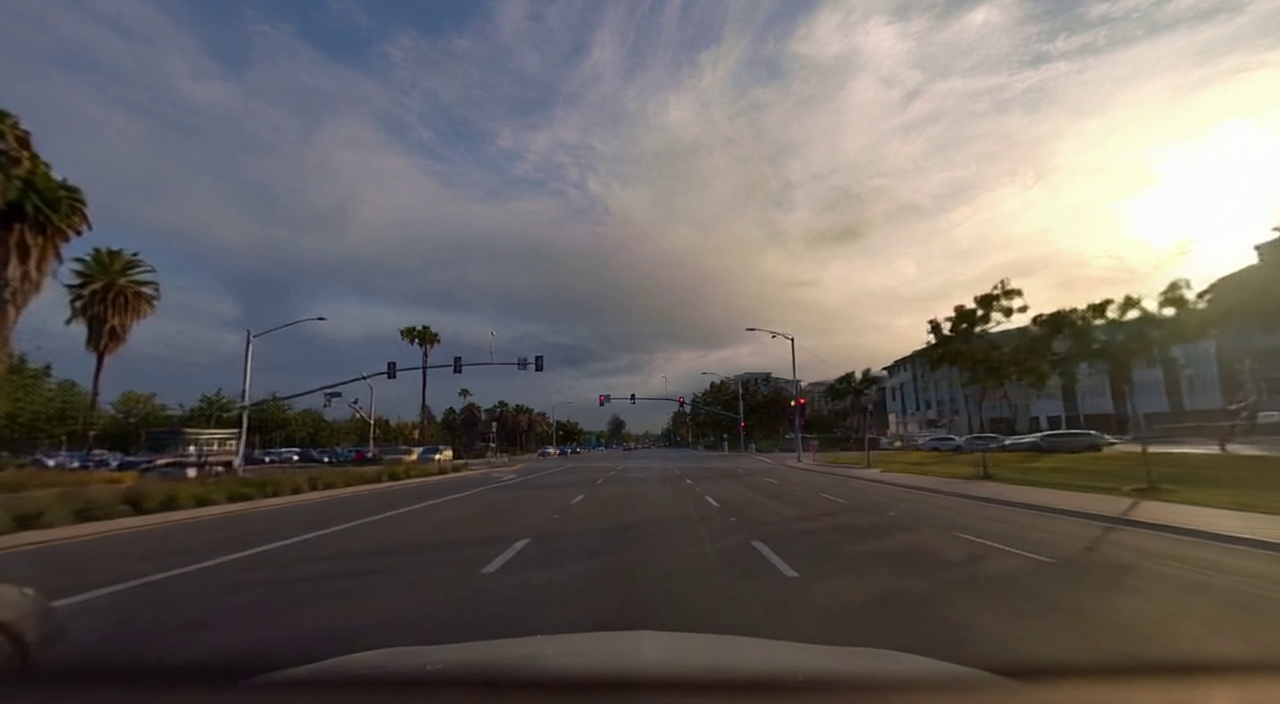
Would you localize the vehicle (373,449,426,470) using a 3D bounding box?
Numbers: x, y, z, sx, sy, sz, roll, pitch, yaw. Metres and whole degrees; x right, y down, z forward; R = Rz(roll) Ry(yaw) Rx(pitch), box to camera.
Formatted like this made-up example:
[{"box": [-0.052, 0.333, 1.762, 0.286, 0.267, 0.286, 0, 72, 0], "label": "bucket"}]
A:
[{"box": [-17.683, 7.878, 46.537, 2.077, 1.417, 4.422, 0, -8, 1], "label": "vehicle"}]

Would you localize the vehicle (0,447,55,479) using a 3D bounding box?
[{"box": [-37.124, 6.417, 36.586, 4.272, 1.729, 2.017, 0, -8, 2], "label": "vehicle"}]

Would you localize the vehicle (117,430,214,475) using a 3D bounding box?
[{"box": [-33.002, 6.953, 43.858, 5.761, 2.906, 2.463, -3, -9, 20], "label": "vehicle"}]

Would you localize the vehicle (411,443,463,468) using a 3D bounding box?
[{"box": [-14.258, 7.283, 44.483, 2.059, 1.648, 4.420, 0, -8, 2], "label": "vehicle"}]
